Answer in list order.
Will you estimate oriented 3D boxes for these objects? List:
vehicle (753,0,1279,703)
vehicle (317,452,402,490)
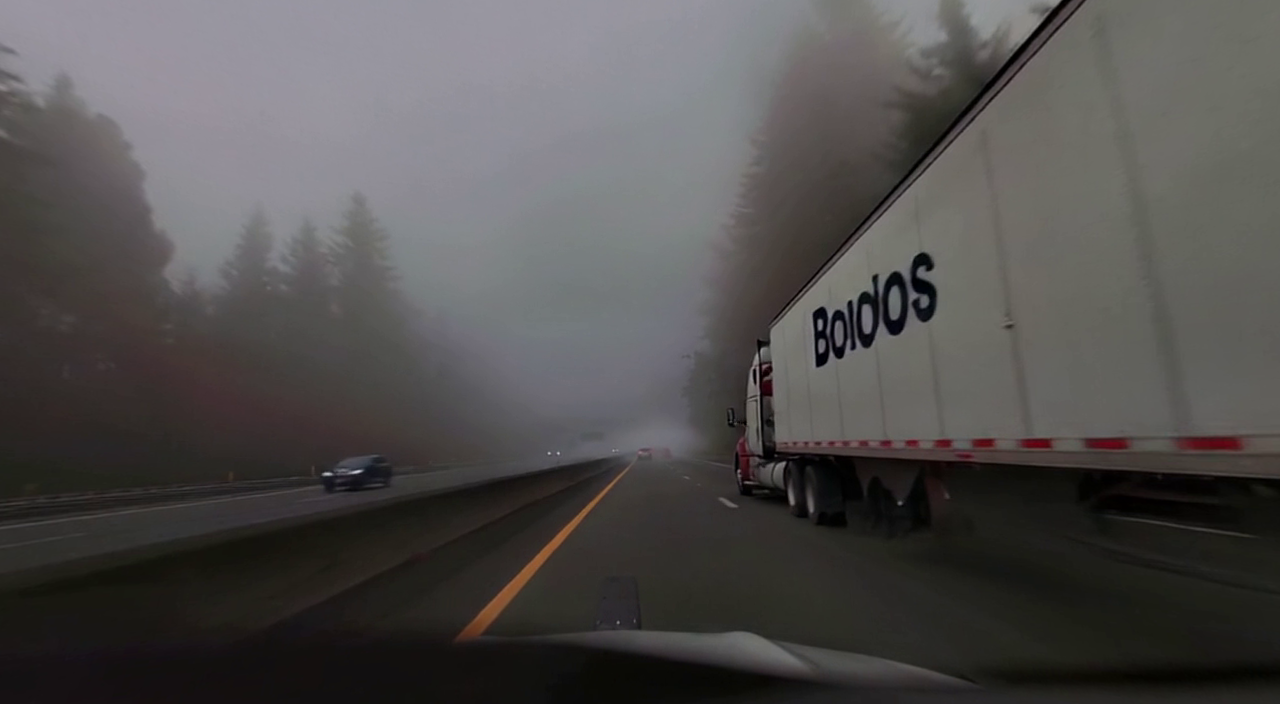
[{"bbox_3d":[4.346,0.148,5.606,3.537,4.071,17.399,0,-9,0],"label":"vehicle"},{"bbox_3d":[-12.878,5.452,29.073,1.917,1.615,4.189,-1,-9,1],"label":"vehicle"}]
